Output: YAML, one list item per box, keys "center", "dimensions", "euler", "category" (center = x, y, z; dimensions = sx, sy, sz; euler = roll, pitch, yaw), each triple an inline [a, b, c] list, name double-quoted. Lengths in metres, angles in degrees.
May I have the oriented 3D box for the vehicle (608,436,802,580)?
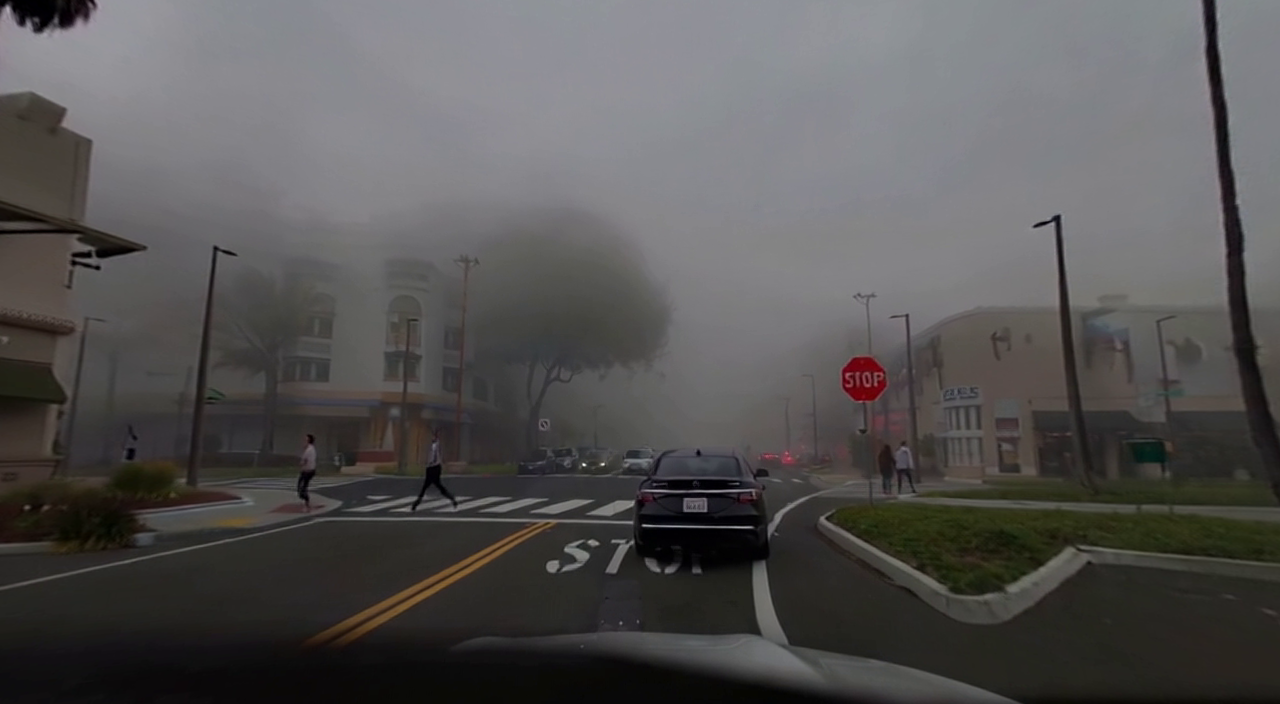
- center: [0.860, 1.946, 8.701]
  dimensions: [2.031, 1.479, 3.969]
  euler: [-1, -9, 6]
  category: "vehicle"

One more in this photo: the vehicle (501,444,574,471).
- center: [-6.918, 7.127, 42.866]
  dimensions: [4.529, 1.682, 1.895]
  euler: [6, -11, -37]
  category: "vehicle"
